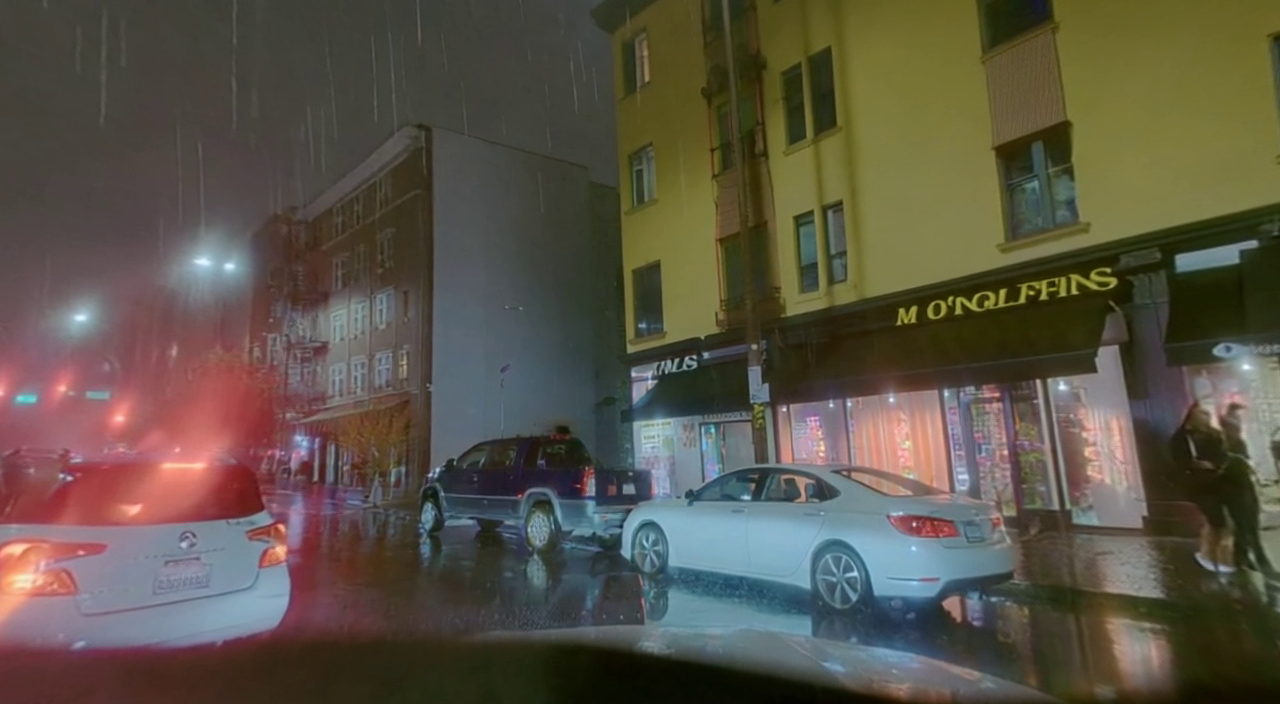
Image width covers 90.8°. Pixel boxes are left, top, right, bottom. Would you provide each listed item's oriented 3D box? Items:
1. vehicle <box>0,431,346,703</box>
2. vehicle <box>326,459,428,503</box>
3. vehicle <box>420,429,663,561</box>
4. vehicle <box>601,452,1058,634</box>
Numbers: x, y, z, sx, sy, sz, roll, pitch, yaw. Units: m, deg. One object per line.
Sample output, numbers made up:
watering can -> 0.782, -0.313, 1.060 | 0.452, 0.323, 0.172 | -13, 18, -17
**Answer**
vehicle -> -4.370, 1.357, 4.579 | 4.330, 1.458, 1.932 | -6, -10, 32
vehicle -> -14.344, 7.021, 34.565 | 4.692, 1.909, 2.032 | 6, -17, -43
vehicle -> -1.921, 2.379, 11.317 | 4.580, 1.853, 1.862 | -8, -12, 43
vehicle -> 1.886, 1.935, 7.525 | 4.830, 1.421, 1.826 | -8, -11, 42
